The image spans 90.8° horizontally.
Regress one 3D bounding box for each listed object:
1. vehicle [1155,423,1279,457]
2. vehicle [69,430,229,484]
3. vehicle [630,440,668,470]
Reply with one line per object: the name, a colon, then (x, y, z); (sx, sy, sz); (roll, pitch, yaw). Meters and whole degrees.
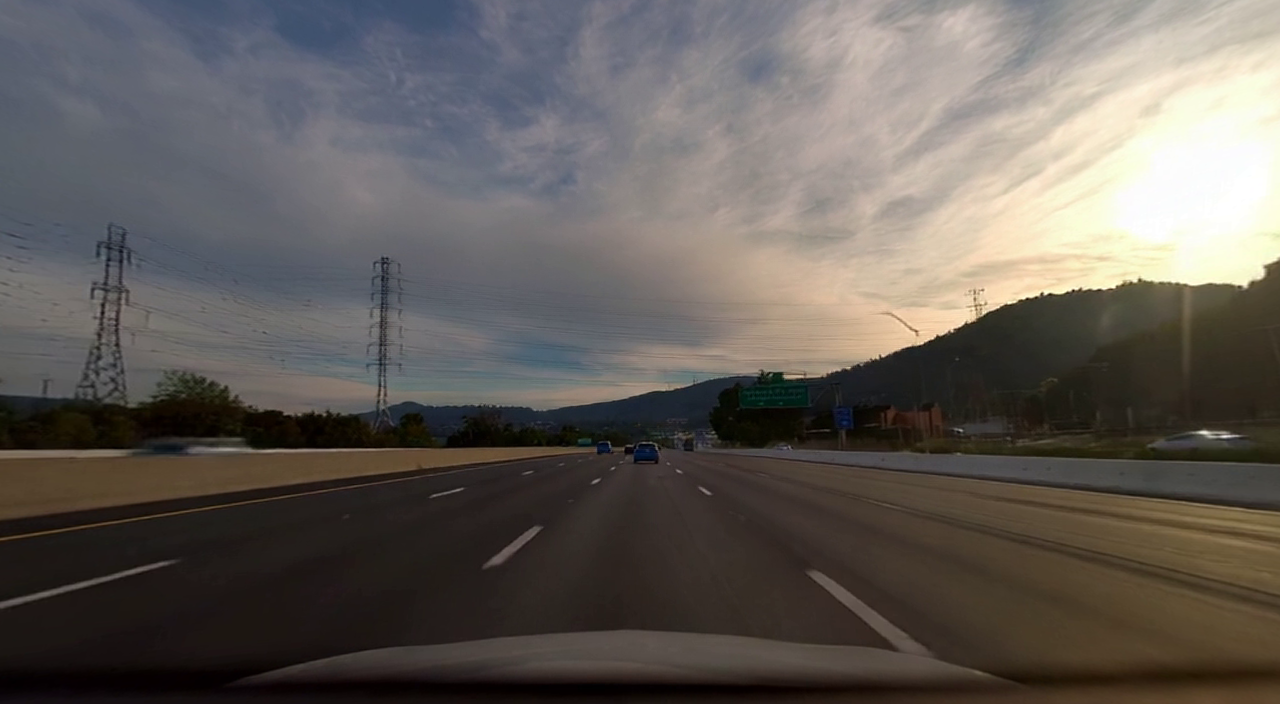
vehicle: (27.794, 4.237, 30.210); (2.072, 1.495, 4.732); (0, -8, -4)
vehicle: (-15.633, 3.362, 20.429); (1.895, 1.554, 3.965); (-1, -8, 1)
vehicle: (0.533, 5.883, 36.209); (2.074, 1.574, 3.971); (0, -8, 1)
